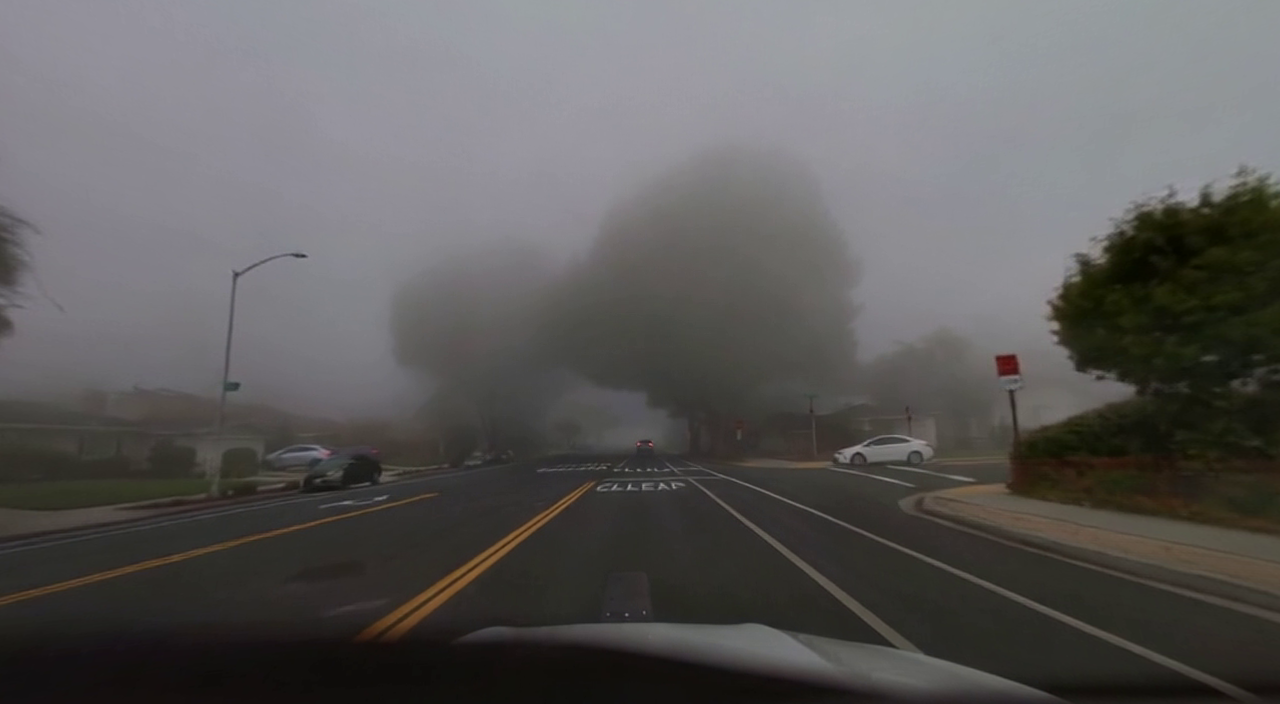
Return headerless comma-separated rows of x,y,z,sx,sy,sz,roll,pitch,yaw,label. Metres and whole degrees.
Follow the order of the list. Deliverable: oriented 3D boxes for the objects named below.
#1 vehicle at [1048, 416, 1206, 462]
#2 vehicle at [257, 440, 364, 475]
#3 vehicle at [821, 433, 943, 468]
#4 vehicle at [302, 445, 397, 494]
20.842,3.778,27.199,4.754,1.844,2.272,-1,-8,5,vehicle
-19.652,6.285,37.804,4.969,1.995,2.462,0,-8,0,vehicle
10.923,4.505,28.873,4.818,1.525,2.163,-2,-8,9,vehicle
-12.501,5.036,27.435,1.965,1.653,4.488,-3,-6,1,vehicle
